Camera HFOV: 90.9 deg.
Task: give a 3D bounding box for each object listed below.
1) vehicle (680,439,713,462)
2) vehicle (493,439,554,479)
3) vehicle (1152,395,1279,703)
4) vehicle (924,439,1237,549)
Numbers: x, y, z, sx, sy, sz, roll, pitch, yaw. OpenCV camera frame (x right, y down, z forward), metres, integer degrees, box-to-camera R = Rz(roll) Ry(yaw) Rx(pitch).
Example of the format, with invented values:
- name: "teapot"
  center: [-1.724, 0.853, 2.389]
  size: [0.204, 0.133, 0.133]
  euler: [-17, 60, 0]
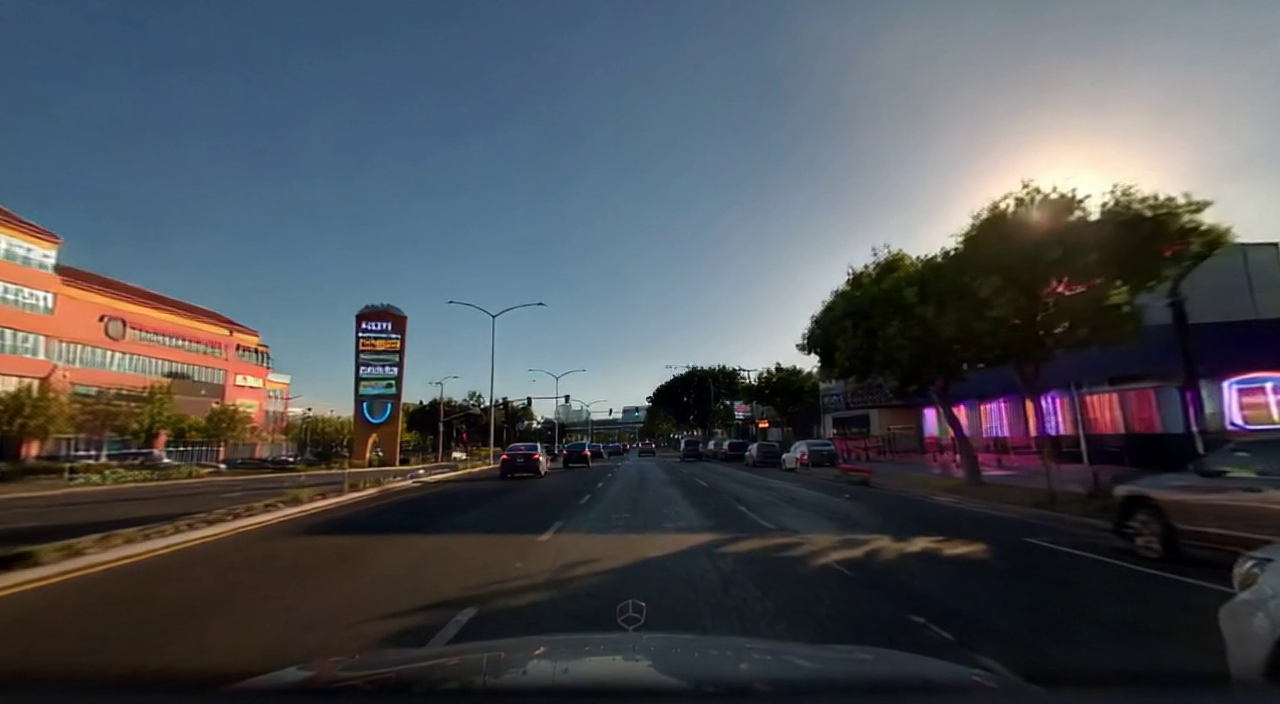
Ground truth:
- name: "vehicle"
  center: [4.305, 7.562, 48.461]
  size: [2.007, 1.683, 4.171]
  euler: [0, -8, -1]
- name: "vehicle"
  center: [-4.712, 4.372, 26.087]
  size: [1.917, 1.511, 4.436]
  euler: [0, -8, -3]
- name: "vehicle"
  center: [3.438, 0.660, 0.682]
  size: [1.981, 1.499, 4.536]
  euler: [0, -8, 1]
- name: "vehicle"
  center: [7.280, 2.349, 11.271]
  size: [2.090, 1.515, 4.731]
  euler: [0, -8, -1]
